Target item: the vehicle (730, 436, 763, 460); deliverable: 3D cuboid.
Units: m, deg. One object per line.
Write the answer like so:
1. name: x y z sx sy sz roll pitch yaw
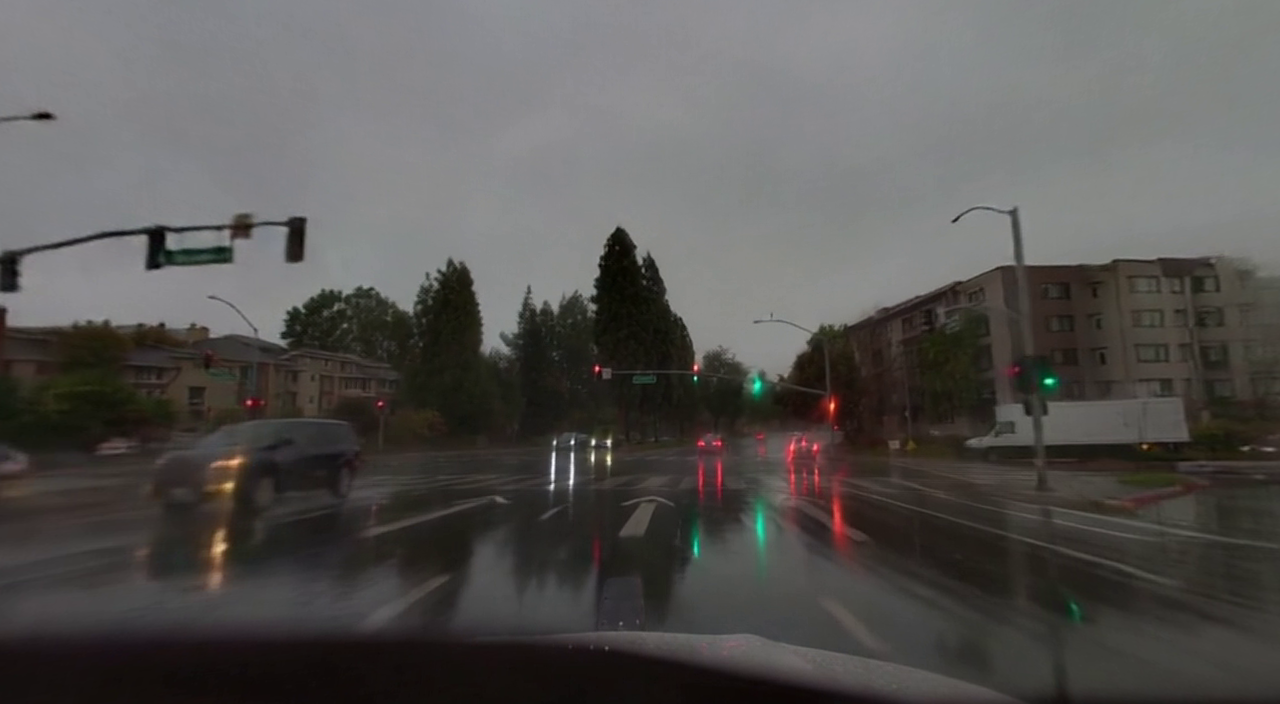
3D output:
1. vehicle: 7.914 7.140 47.067 2.255 1.708 4.328 -2 -9 10

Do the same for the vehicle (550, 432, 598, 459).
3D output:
1. vehicle: -4.911 7.073 47.560 2.296 1.798 5.303 -4 -9 7

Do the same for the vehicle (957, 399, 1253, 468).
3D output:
1. vehicle: 24.435 4.424 33.958 12.701 3.428 3.061 -1 -9 6

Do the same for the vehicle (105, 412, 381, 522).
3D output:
1. vehicle: -7.126 2.128 12.150 2.010 1.686 4.653 -1 -9 4
